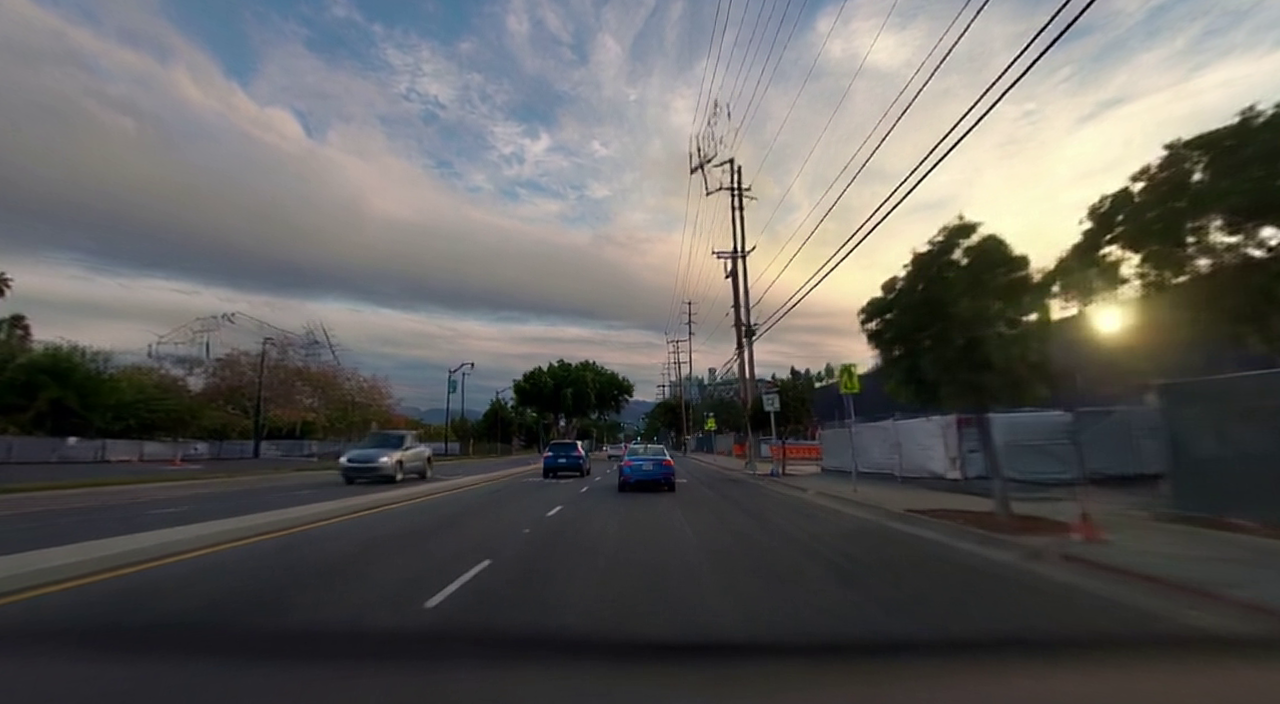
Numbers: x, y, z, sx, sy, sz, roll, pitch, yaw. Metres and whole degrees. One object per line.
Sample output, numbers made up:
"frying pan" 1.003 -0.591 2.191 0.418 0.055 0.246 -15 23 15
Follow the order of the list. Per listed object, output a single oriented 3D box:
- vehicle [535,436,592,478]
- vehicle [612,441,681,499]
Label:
"vehicle" -3.525 4.920 29.751 2.078 1.804 4.387 0 -8 1
"vehicle" 0.185 3.771 20.575 2.059 1.691 3.980 0 -8 0
